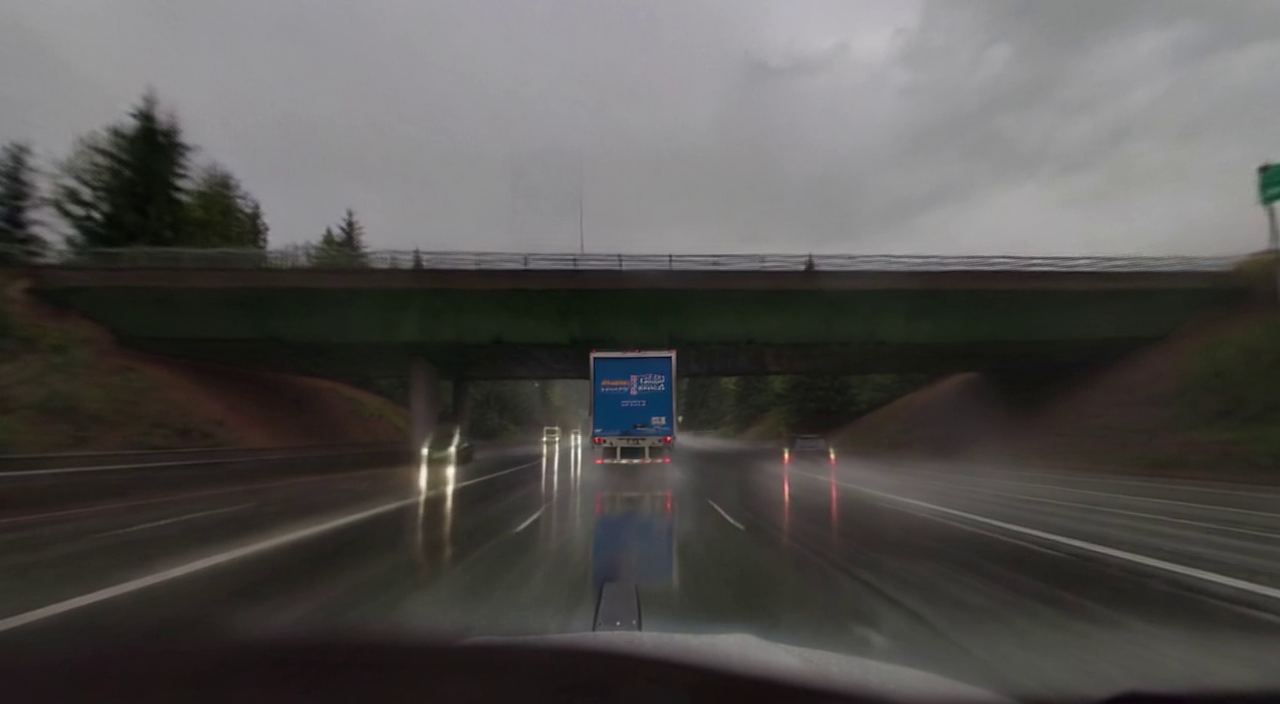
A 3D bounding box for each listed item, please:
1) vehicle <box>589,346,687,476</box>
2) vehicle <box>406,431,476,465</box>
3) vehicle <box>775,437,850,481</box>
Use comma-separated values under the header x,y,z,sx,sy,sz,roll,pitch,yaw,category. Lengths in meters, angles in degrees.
x,y,z,sx,sy,sz,roll,pitch,yaw,category
-0.323,2.400,23.873,2.895,3.861,10.213,0,-8,-3,vehicle
-8.998,4.353,28.841,1.955,1.453,3.855,0,-8,0,vehicle
7.487,4.633,27.743,2.050,1.637,4.397,3,-7,0,vehicle
